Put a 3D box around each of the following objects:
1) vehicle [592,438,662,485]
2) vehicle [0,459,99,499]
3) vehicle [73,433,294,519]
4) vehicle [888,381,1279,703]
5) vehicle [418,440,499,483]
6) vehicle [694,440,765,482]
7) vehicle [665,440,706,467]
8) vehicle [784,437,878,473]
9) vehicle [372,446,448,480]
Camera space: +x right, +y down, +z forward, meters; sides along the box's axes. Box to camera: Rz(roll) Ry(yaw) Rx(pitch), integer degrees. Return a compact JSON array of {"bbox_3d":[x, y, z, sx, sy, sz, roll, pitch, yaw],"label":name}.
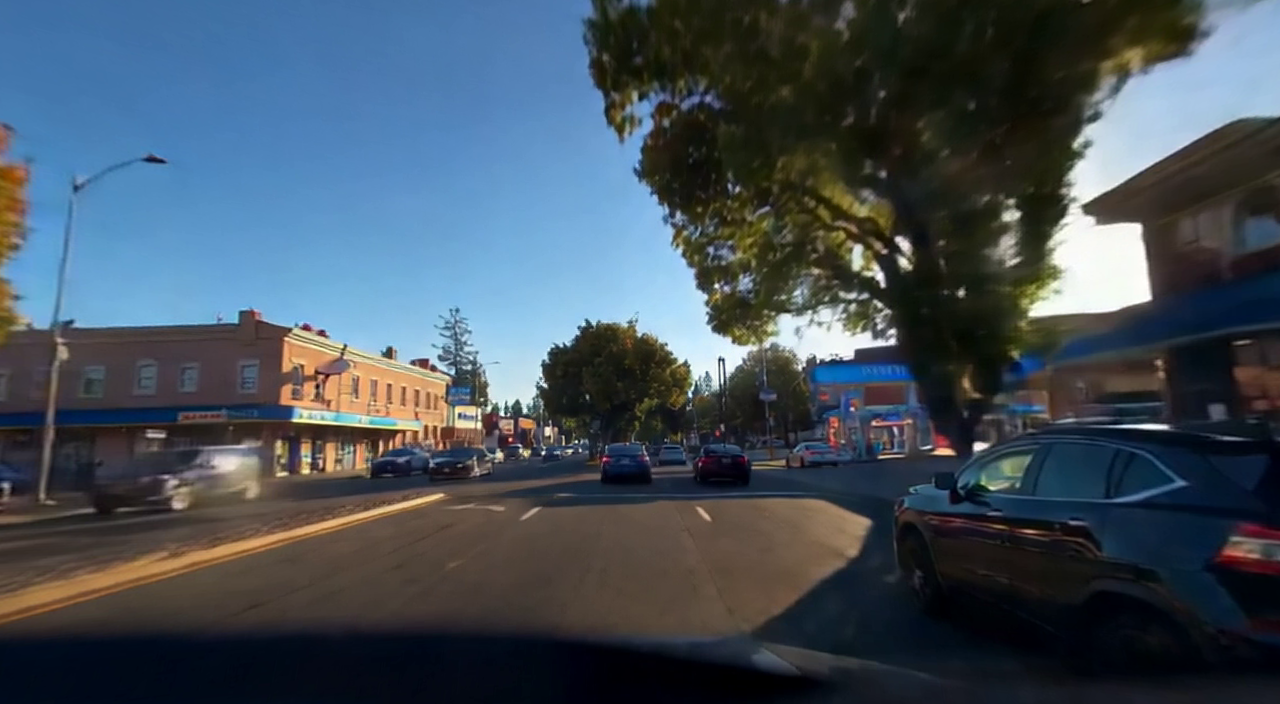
[{"bbox_3d":[-0.471,3.861,22.626,2.232,1.508,4.319,0,-9,-1],"label":"vehicle"},{"bbox_3d":[-25.263,5.171,25.920,4.673,1.481,1.995,-2,-9,8],"label":"vehicle"},{"bbox_3d":[-11.574,3.153,16.659,2.107,1.892,4.908,0,-9,0],"label":"vehicle"},{"bbox_3d":[3.212,1.001,3.145,2.097,1.502,4.470,0,-9,-1],"label":"vehicle"},{"bbox_3d":[-7.484,4.544,26.561,2.085,1.610,4.085,-1,-9,1],"label":"vehicle"},{"bbox_3d":[3.351,4.167,24.483,2.060,1.471,4.168,0,-9,-1],"label":"vehicle"},{"bbox_3d":[2.708,6.212,38.802,2.098,1.527,3.966,0,-9,-2],"label":"vehicle"},{"bbox_3d":[9.867,5.389,33.056,4.464,1.755,2.236,-2,-9,14],"label":"vehicle"},{"bbox_3d":[-11.779,5.696,32.754,2.117,1.592,4.660,0,-9,1],"label":"vehicle"}]
